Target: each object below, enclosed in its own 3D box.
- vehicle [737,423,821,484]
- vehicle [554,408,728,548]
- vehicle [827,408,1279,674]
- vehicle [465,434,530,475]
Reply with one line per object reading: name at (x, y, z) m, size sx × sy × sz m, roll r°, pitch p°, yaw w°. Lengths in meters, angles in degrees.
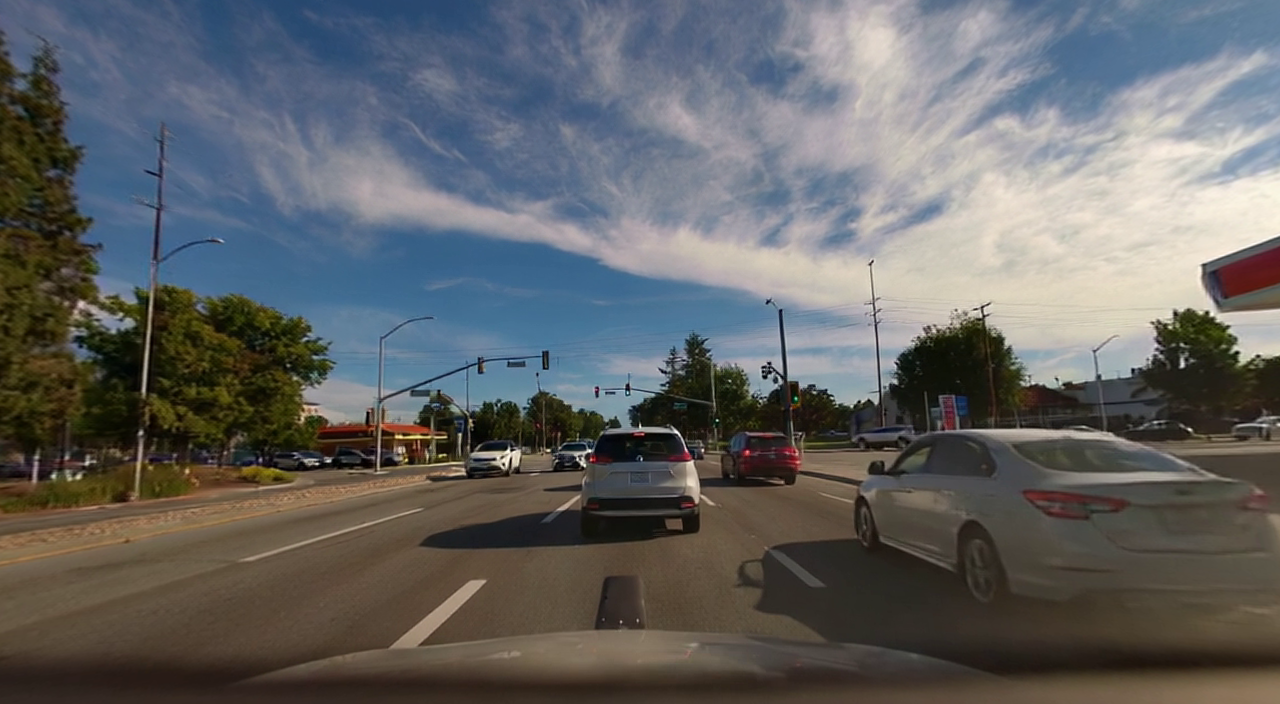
vehicle at (4.489, 3.368, 21.183) m, size 2.116 × 1.791 × 5.006 m, roll -1°, pitch -8°, yaw 5°
vehicle at (-0.049, 1.848, 9.875) m, size 2.164 × 1.718 × 3.881 m, roll 0°, pitch -8°, yaw -2°
vehicle at (3.356, 1.376, 5.777) m, size 1.904 × 1.472 × 4.358 m, roll 0°, pitch -8°, yaw -1°
vehicle at (-6.390, 4.652, 28.888) m, size 1.994 × 1.695 × 4.471 m, roll 0°, pitch -8°, yaw -1°
